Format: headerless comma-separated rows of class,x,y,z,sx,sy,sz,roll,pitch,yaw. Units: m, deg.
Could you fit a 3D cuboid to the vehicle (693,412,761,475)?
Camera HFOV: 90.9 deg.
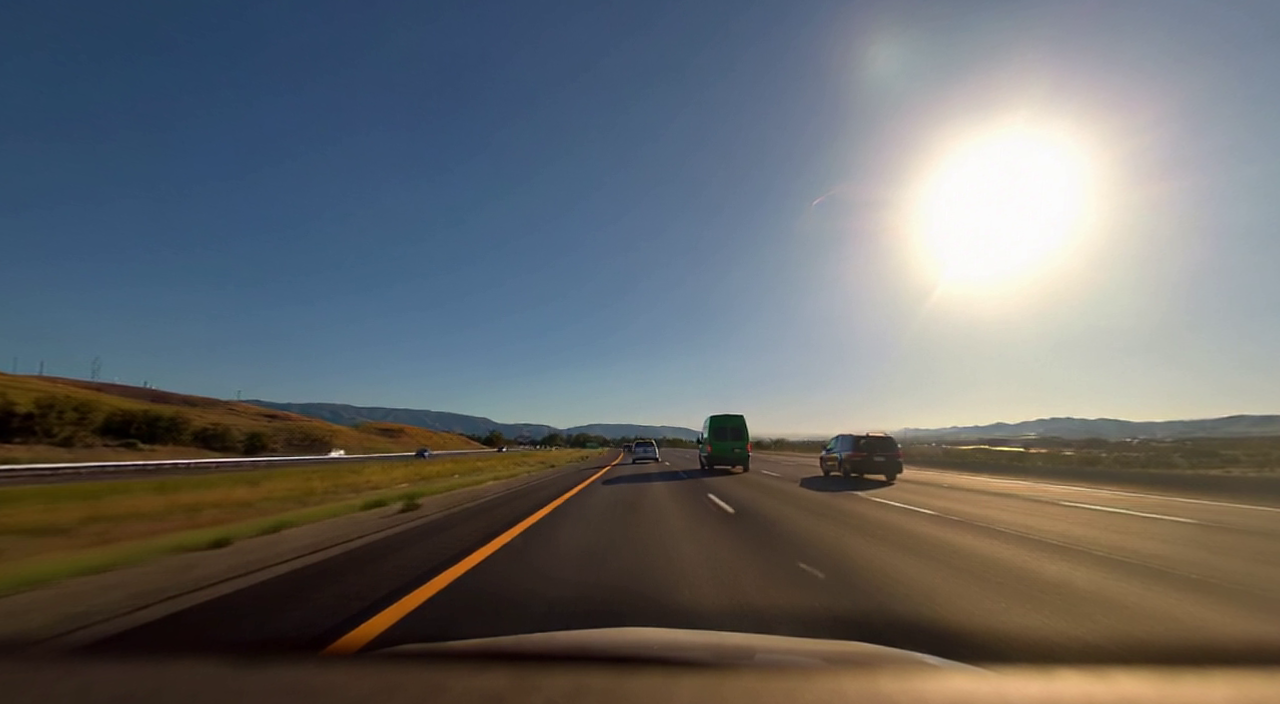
vehicle,3.950,4.338,29.851,2.302,2.670,6.176,0,-8,0

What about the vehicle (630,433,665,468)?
vehicle,0.480,6.329,40.743,2.131,2.122,4.473,0,-8,0

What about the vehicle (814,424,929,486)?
vehicle,8.009,3.625,22.438,2.240,1.925,4.854,0,-8,0
